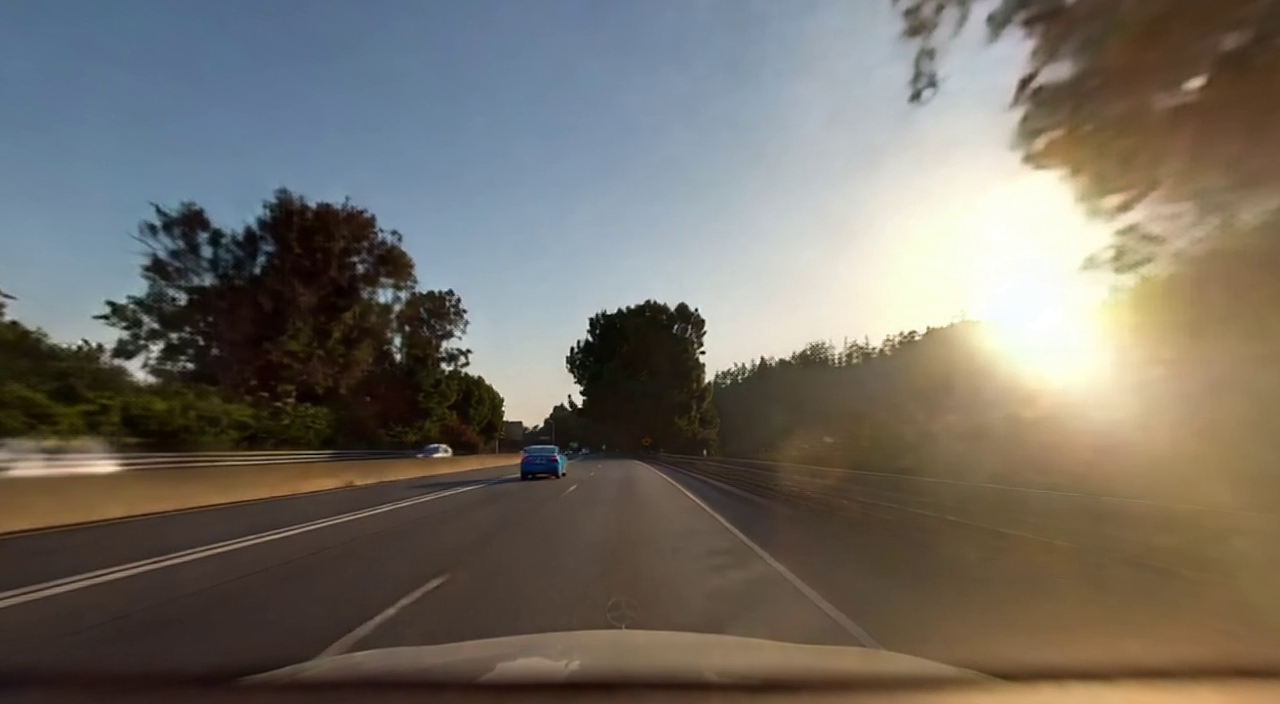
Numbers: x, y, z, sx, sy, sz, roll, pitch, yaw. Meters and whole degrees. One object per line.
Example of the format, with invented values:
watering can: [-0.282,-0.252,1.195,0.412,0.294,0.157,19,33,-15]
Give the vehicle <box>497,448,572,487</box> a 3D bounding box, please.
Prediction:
vehicle: [-4.075,4.543,25.135,2.126,1.411,4.433,0,-9,1]
